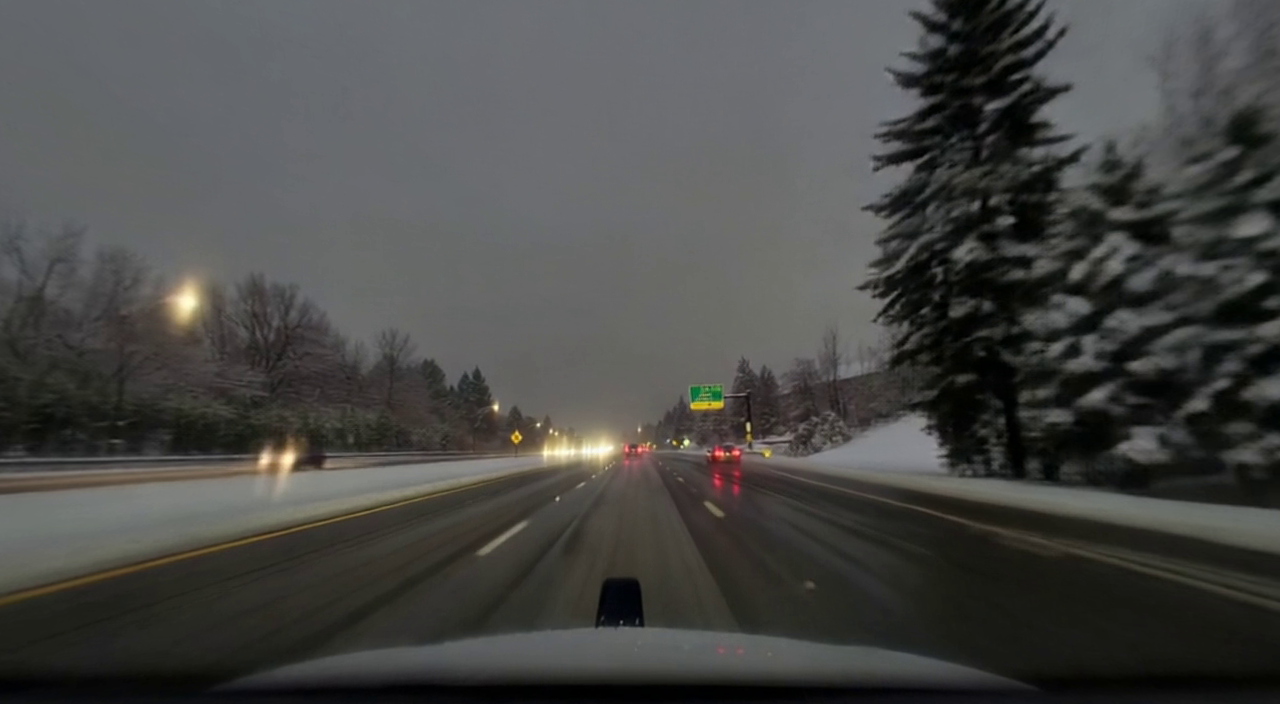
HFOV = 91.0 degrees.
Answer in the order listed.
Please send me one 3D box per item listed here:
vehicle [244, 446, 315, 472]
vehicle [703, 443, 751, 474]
[{"bbox_3d":[-24.012,7.102,42.126,1.958,1.646,4.547,0,-9,2],"label":"vehicle"},{"bbox_3d":[4.876,6.025,35.813,2.085,1.594,4.848,0,-9,1],"label":"vehicle"}]
